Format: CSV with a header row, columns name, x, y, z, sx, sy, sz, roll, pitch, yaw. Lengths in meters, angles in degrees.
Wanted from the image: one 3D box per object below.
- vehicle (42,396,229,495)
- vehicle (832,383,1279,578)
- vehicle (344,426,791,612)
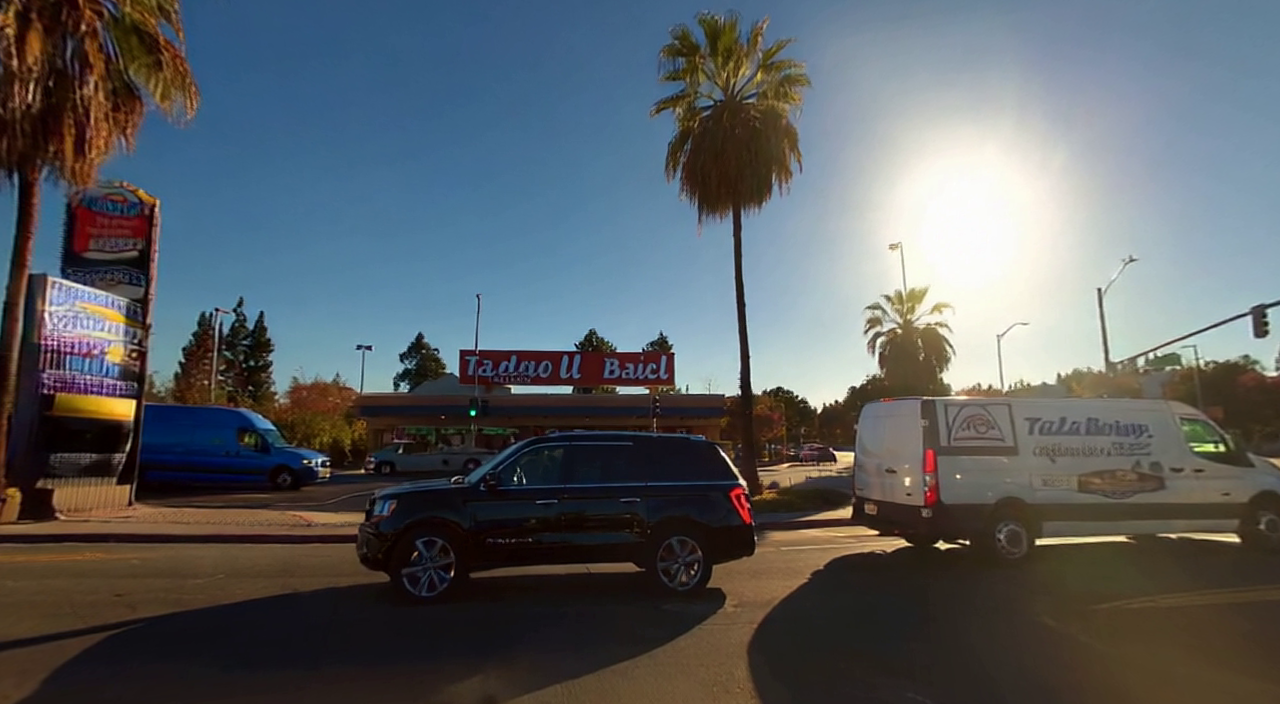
name,x,y,z,sx,sy,sz,roll,pitch,yaw
vehicle,-22.789,4.337,29.344,3.034,3.929,7.699,1,-9,-8
vehicle,6.229,1.680,8.943,6.246,2.202,2.277,1,-9,-10
vehicle,-0.792,1.799,7.538,4.493,1.728,2.137,1,-9,-11
